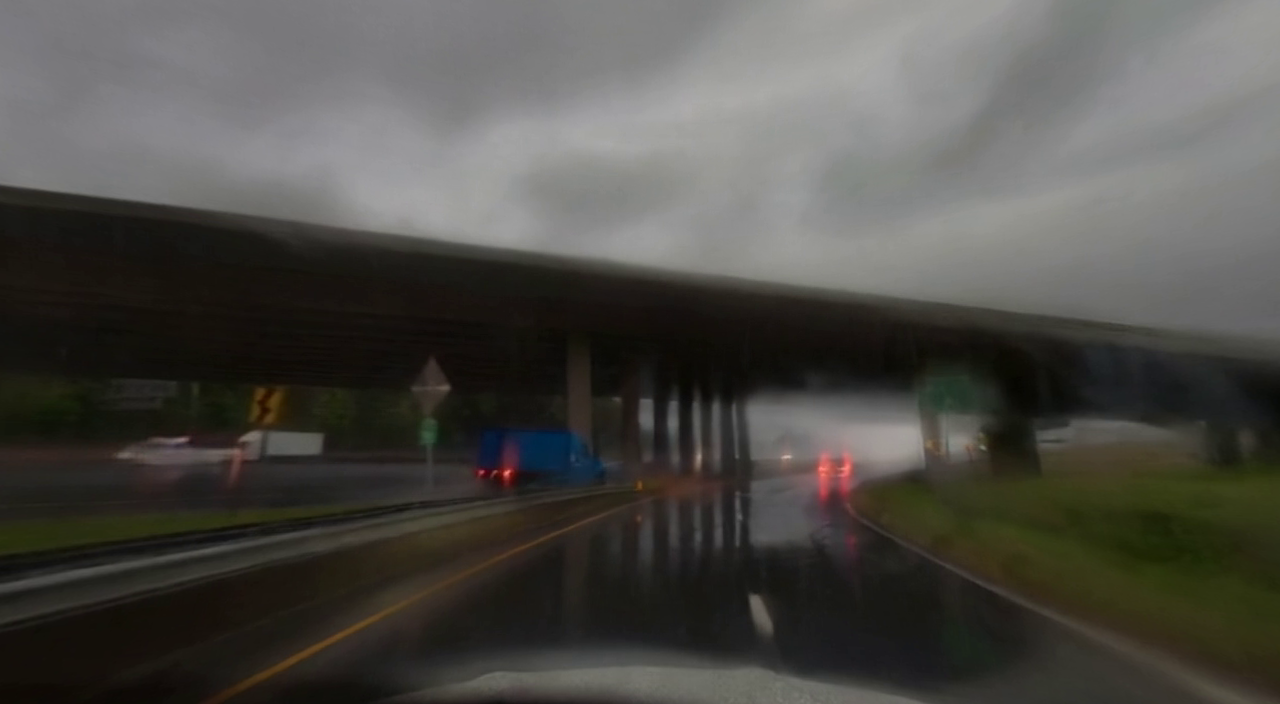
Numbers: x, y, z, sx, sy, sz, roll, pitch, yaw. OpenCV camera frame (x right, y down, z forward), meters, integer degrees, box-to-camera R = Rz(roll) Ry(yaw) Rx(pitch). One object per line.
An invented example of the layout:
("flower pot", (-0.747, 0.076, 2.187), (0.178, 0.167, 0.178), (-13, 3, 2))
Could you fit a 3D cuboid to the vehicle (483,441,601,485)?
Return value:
("vehicle", (-3.477, 4.015, 23.108), (1.940, 1.444, 4.024), (-7, -11, 37))
